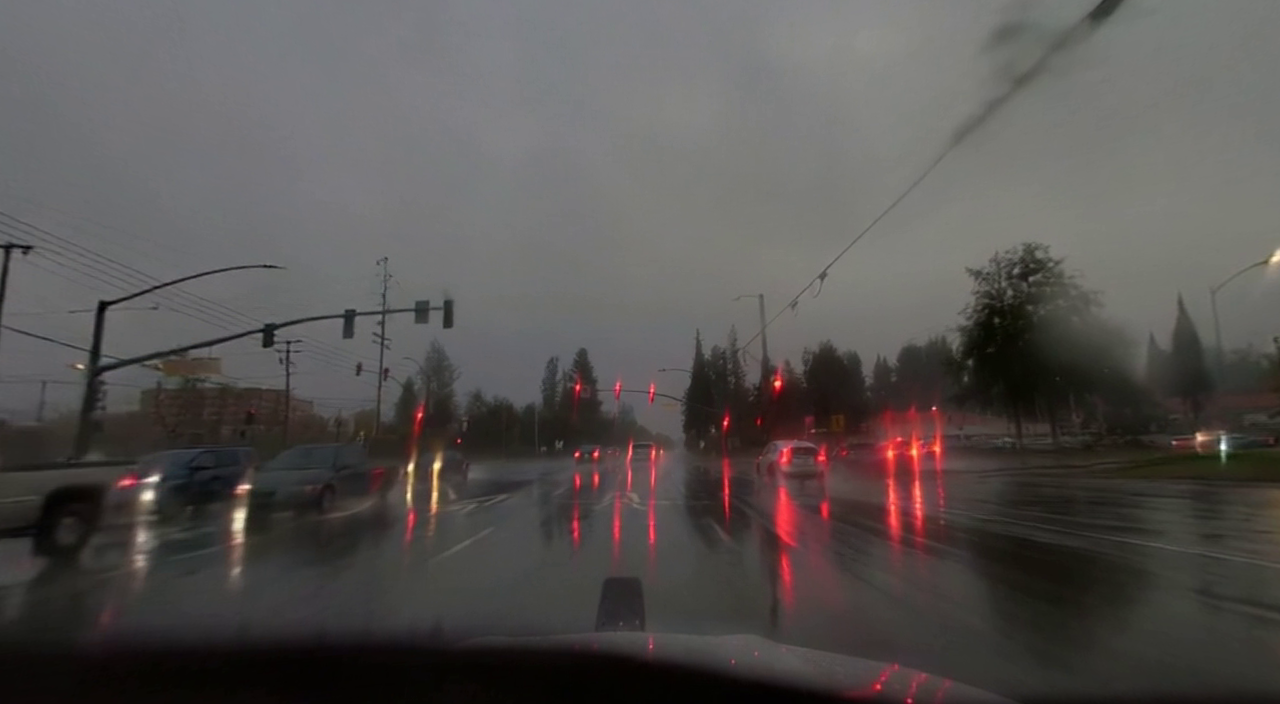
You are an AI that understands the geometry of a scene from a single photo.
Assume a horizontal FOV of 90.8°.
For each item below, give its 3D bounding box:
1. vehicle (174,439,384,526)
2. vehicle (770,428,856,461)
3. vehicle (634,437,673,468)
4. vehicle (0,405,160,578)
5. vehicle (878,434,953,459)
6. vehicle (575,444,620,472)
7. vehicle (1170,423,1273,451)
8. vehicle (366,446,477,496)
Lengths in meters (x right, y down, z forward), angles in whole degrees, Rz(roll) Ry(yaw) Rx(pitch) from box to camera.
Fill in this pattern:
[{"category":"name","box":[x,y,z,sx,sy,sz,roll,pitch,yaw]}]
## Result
[{"category":"vehicle","box":[-7.556,2.725,13.858,1.912,1.573,4.299,0,-8,2]},{"category":"vehicle","box":[12.763,6.892,46.986,5.748,2.332,2.361,-1,-8,3]},{"category":"vehicle","box":[0.887,6.409,40.311,2.276,1.850,3.897,-1,-8,4]},{"category":"vehicle","box":[-7.482,1.425,6.461,1.860,1.754,4.089,0,-8,0]},{"category":"vehicle","box":[20.167,6.907,46.336,4.544,1.764,1.985,-1,-8,4]},{"category":"vehicle","box":[-2.351,6.050,36.233,2.064,1.464,4.373,0,-8,3]},{"category":"vehicle","box":[41.310,6.075,44.963,4.988,1.916,2.172,-1,-8,3]},{"category":"vehicle","box":[-7.101,3.892,21.146,1.904,1.449,4.580,0,-8,3]}]
